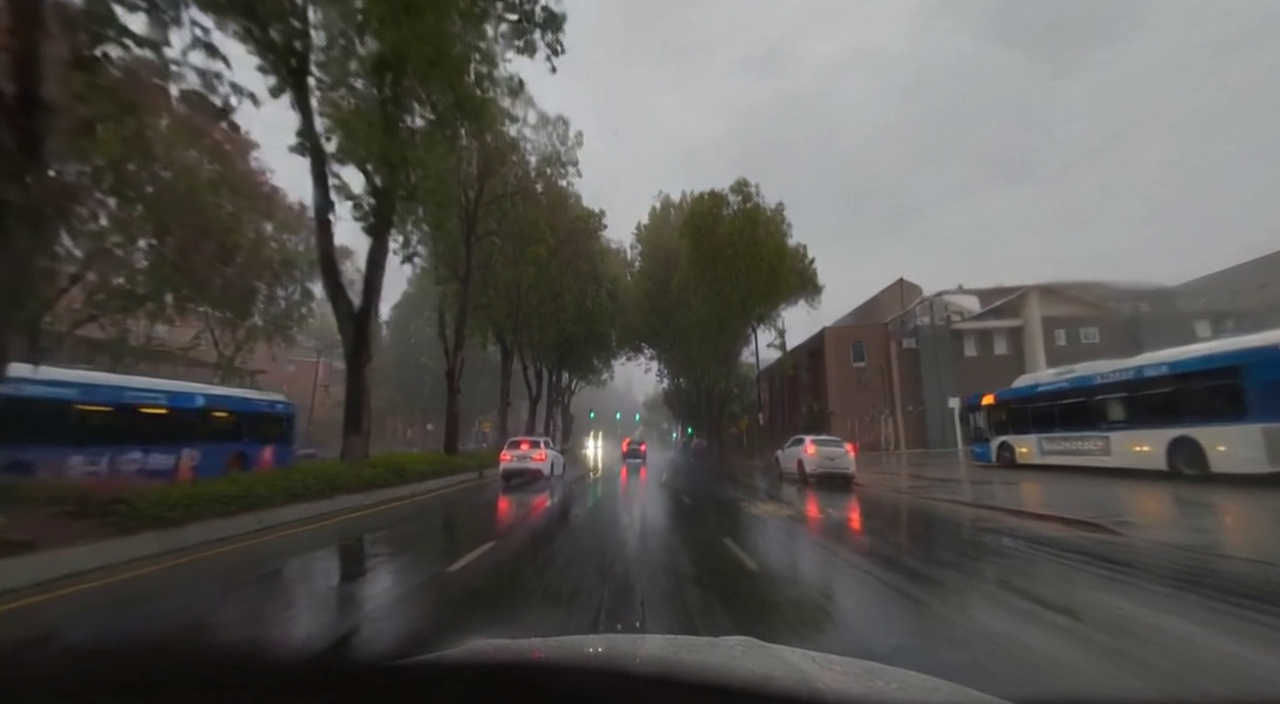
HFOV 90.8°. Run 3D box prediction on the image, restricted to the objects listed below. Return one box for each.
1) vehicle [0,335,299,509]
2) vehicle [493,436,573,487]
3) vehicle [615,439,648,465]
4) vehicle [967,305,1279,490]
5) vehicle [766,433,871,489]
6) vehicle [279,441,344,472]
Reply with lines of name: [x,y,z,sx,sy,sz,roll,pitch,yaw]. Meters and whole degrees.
vehicle: [-15.597,2.303,18.956,3.303,3.710,13.912,0,-9,-1]
vehicle: [-3.505,3.679,21.547,1.934,1.522,4.287,0,-9,1]
vehicle: [-0.513,6.270,39.807,1.999,1.520,3.896,0,-9,0]
vehicle: [17.712,2.010,22.489,3.225,4.571,16.558,-3,-8,0]
vehicle: [6.352,3.954,23.340,2.206,1.803,5.753,0,-9,0]
vehicle: [-21.894,6.966,42.392,1.947,1.857,4.851,-1,-9,-3]
